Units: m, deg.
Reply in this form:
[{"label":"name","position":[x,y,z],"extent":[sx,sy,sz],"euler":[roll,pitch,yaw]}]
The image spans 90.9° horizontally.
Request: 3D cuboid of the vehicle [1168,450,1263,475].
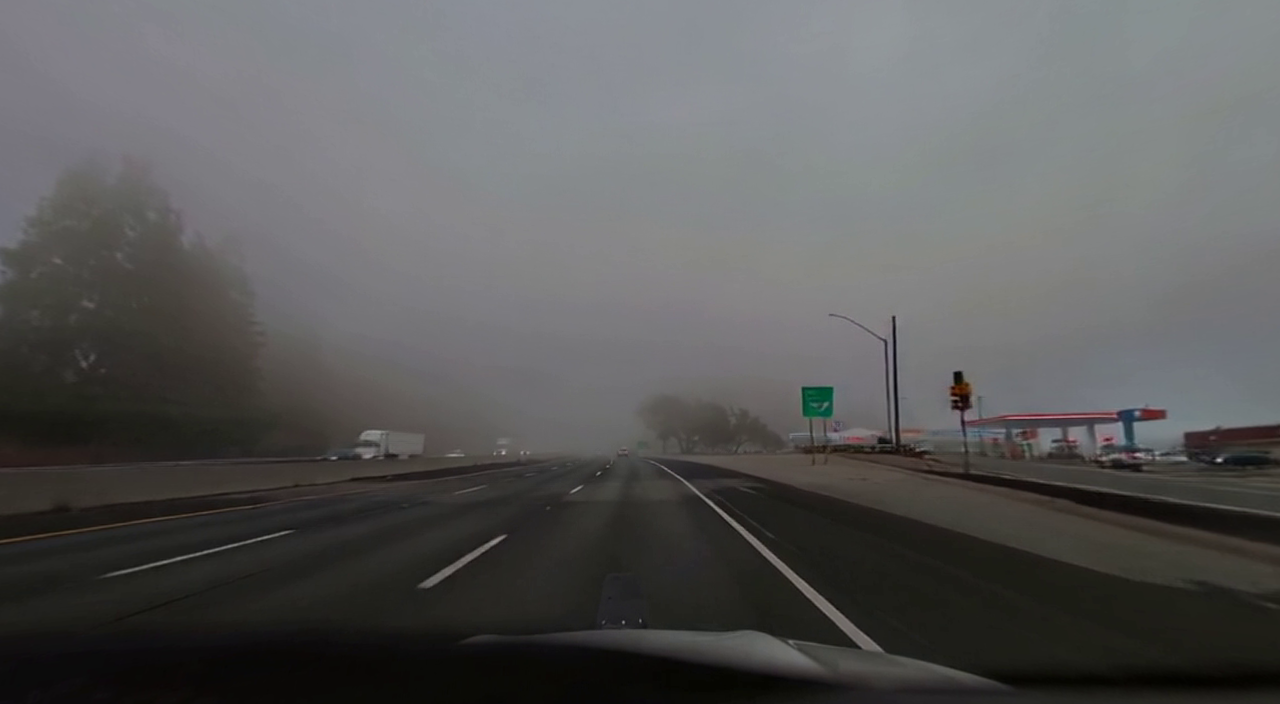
[{"label":"vehicle","position":[42.745,8.201,46.958],"extent":[4.689,1.732,2.075],"euler":[-2,-8,12]}]
